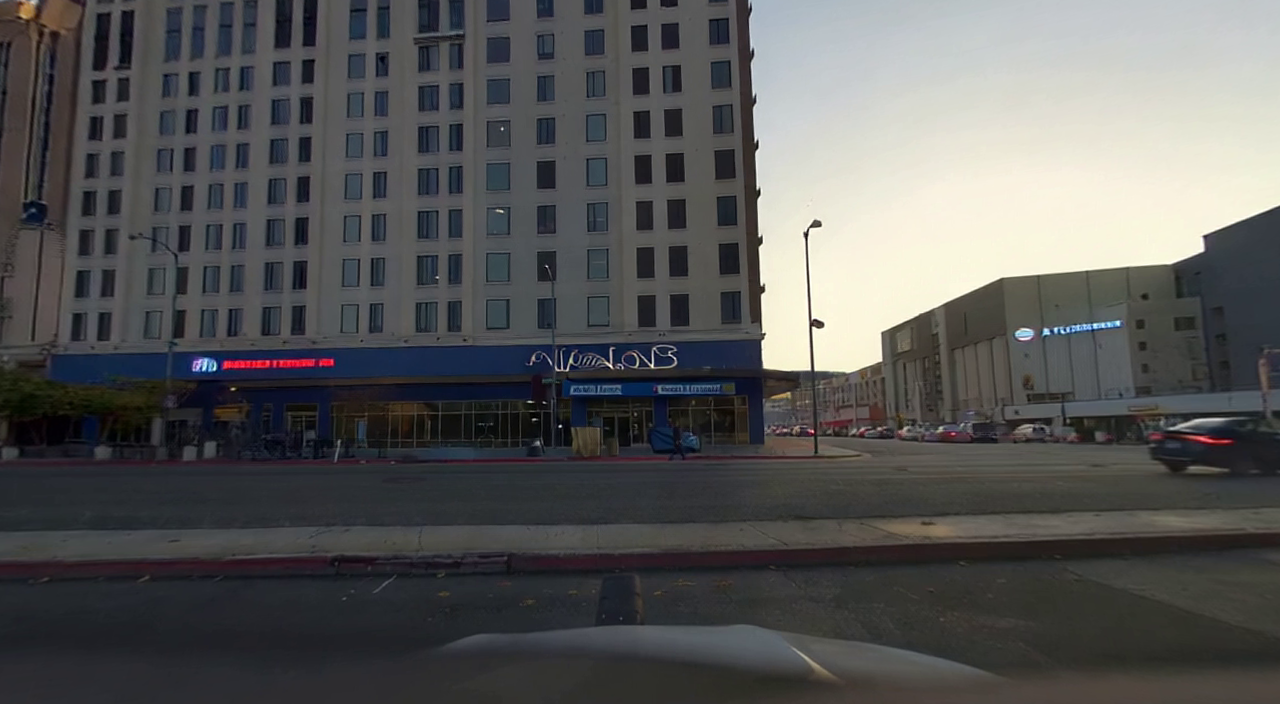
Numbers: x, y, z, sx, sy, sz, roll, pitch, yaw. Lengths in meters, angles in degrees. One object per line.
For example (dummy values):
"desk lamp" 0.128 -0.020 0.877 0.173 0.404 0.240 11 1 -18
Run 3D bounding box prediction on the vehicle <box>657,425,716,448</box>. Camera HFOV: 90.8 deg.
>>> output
"vehicle" 3.105 5.808 43.273 1.812 1.468 4.519 5 -10 -29

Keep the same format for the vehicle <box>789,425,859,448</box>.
"vehicle" 12.490 5.842 43.249 1.791 1.453 4.593 5 -10 -29

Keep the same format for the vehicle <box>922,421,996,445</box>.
"vehicle" 25.126 6.400 49.826 4.838 1.799 1.914 -7 -11 38

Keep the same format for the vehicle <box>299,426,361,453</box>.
"vehicle" -20.472 5.794 41.687 4.596 1.680 1.936 -7 -11 40

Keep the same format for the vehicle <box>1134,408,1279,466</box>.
"vehicle" 16.275 2.250 16.661 4.907 1.411 2.020 1 -8 -4
